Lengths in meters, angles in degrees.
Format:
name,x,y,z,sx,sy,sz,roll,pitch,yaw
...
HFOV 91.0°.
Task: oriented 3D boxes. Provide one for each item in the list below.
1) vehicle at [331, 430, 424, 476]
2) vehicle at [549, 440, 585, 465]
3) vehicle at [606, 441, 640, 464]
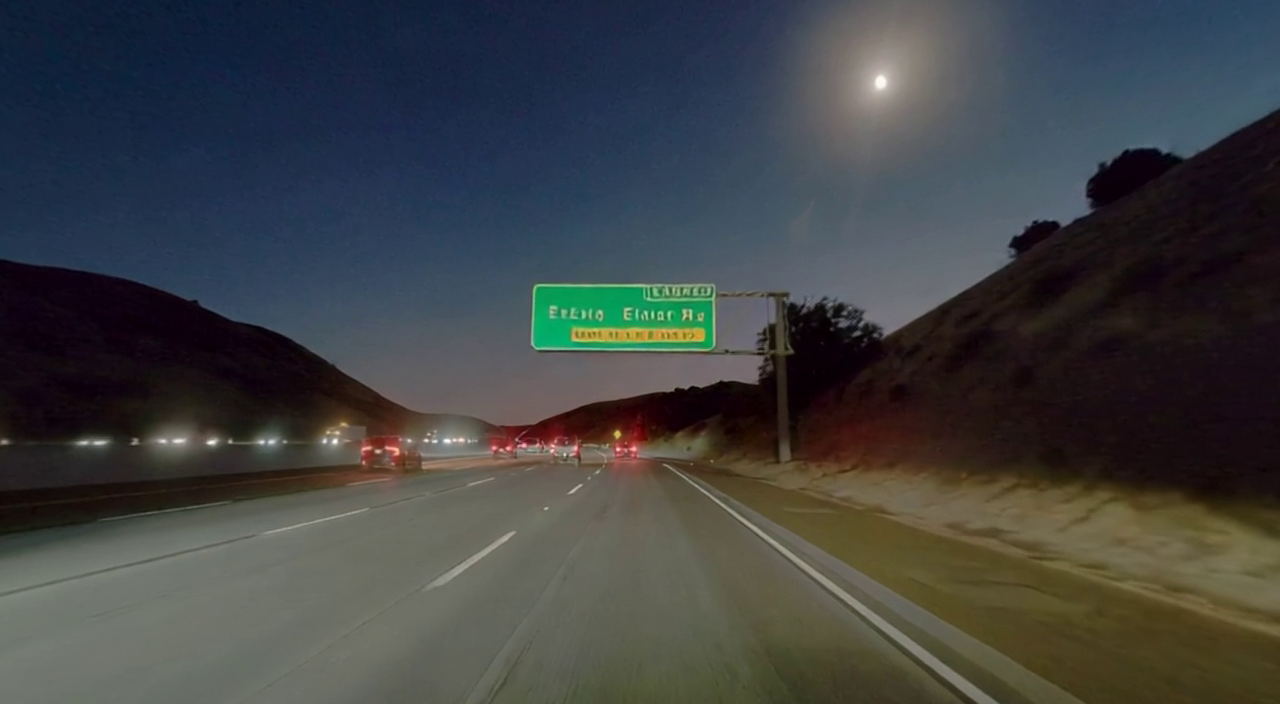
name,x,y,z,sx,sy,sz,roll,pitch,yaw
vehicle,-12.079,4.680,29.417,2.219,1.923,4.985,0,-9,-1
vehicle,-5.045,7.017,44.074,2.060,1.631,4.214,0,-9,-1
vehicle,-1.278,7.400,46.567,2.421,1.594,4.248,0,-9,-2
